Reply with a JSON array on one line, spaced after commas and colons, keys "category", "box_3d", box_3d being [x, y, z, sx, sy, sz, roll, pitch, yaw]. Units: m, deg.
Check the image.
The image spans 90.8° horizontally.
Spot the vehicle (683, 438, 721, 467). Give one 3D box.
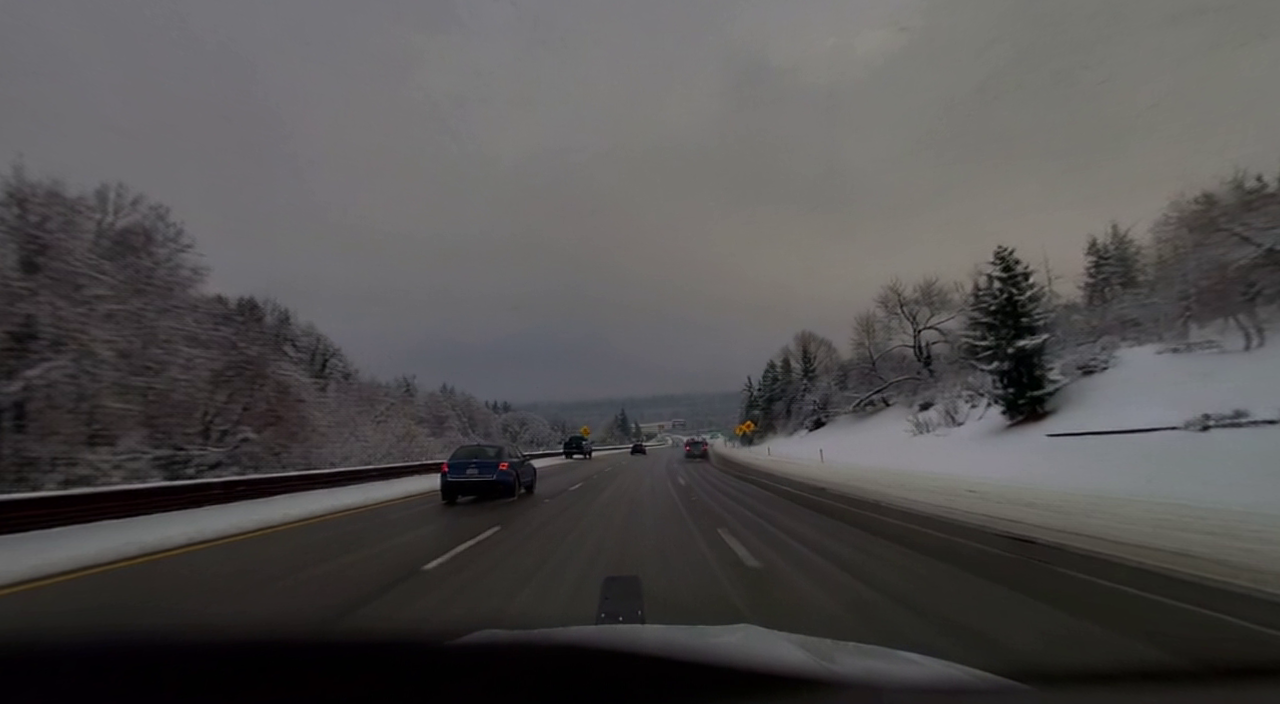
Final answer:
[{"category": "vehicle", "box_3d": [4.056, 6.649, 41.967, 2.211, 1.814, 4.404, 0, -9, 2]}]

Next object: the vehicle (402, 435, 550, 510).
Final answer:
[{"category": "vehicle", "box_3d": [-3.594, 2.744, 14.891, 2.192, 1.482, 4.454, 0, -9, 1]}]
